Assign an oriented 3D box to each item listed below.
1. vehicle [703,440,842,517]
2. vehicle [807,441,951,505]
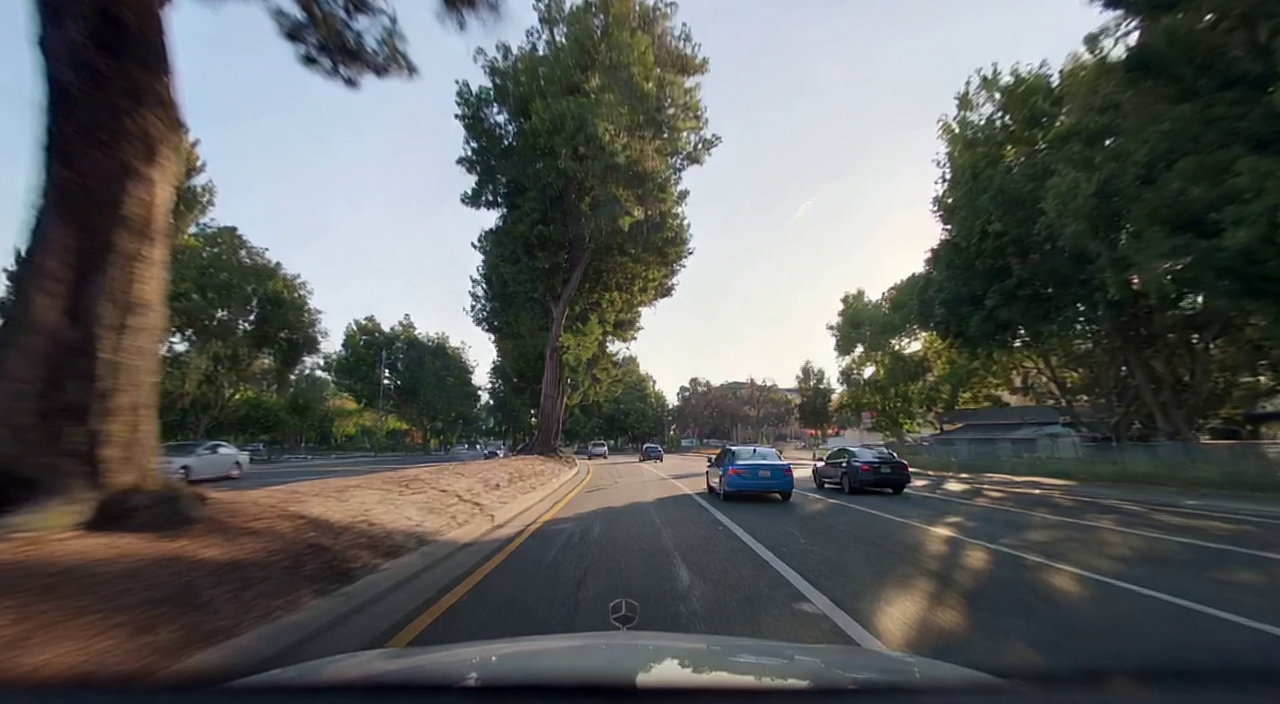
[{"bbox_3d":[2.807,2.779,14.385,2.077,1.464,4.134,0,-8,-3],"label":"vehicle"},{"bbox_3d":[6.145,3.141,16.852,1.901,1.474,4.363,1,-9,-4],"label":"vehicle"}]
